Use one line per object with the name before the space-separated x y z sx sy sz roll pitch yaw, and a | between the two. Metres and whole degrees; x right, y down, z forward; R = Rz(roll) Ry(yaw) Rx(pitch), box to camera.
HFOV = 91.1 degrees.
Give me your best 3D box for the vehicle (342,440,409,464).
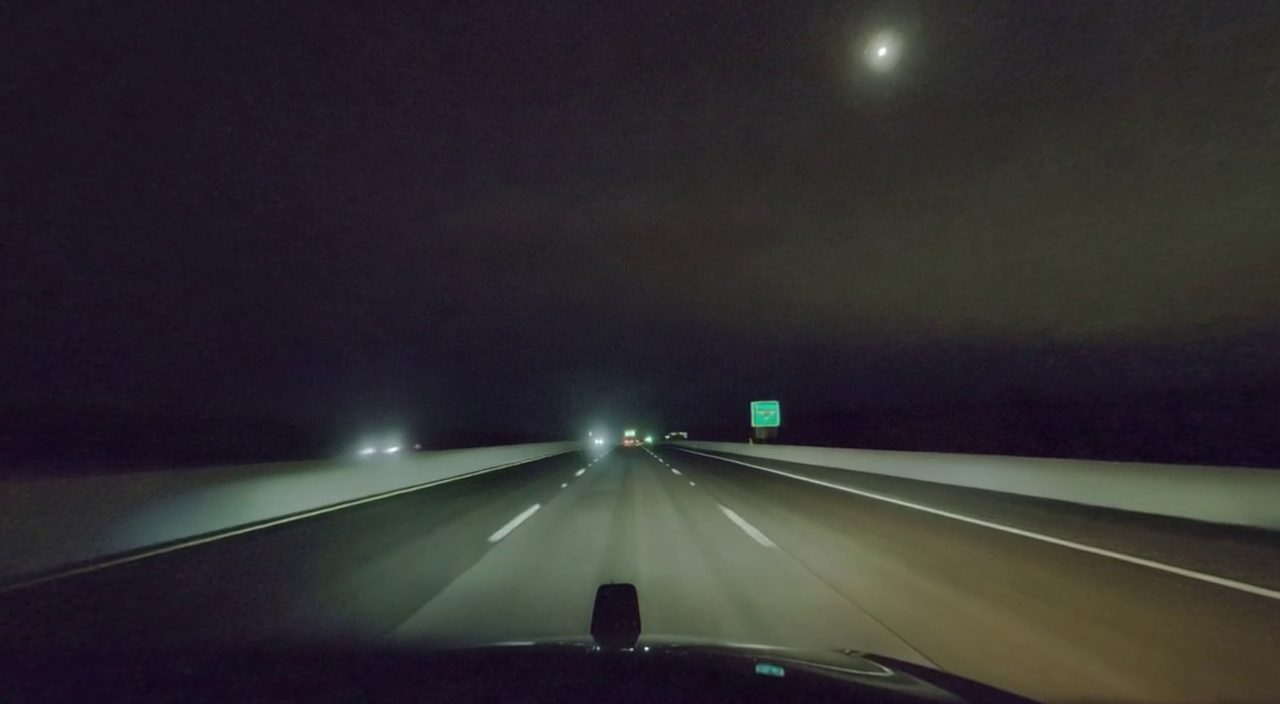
vehicle | -18.728 7.069 44.815 2.404 1.548 5.453 0 -8 0
